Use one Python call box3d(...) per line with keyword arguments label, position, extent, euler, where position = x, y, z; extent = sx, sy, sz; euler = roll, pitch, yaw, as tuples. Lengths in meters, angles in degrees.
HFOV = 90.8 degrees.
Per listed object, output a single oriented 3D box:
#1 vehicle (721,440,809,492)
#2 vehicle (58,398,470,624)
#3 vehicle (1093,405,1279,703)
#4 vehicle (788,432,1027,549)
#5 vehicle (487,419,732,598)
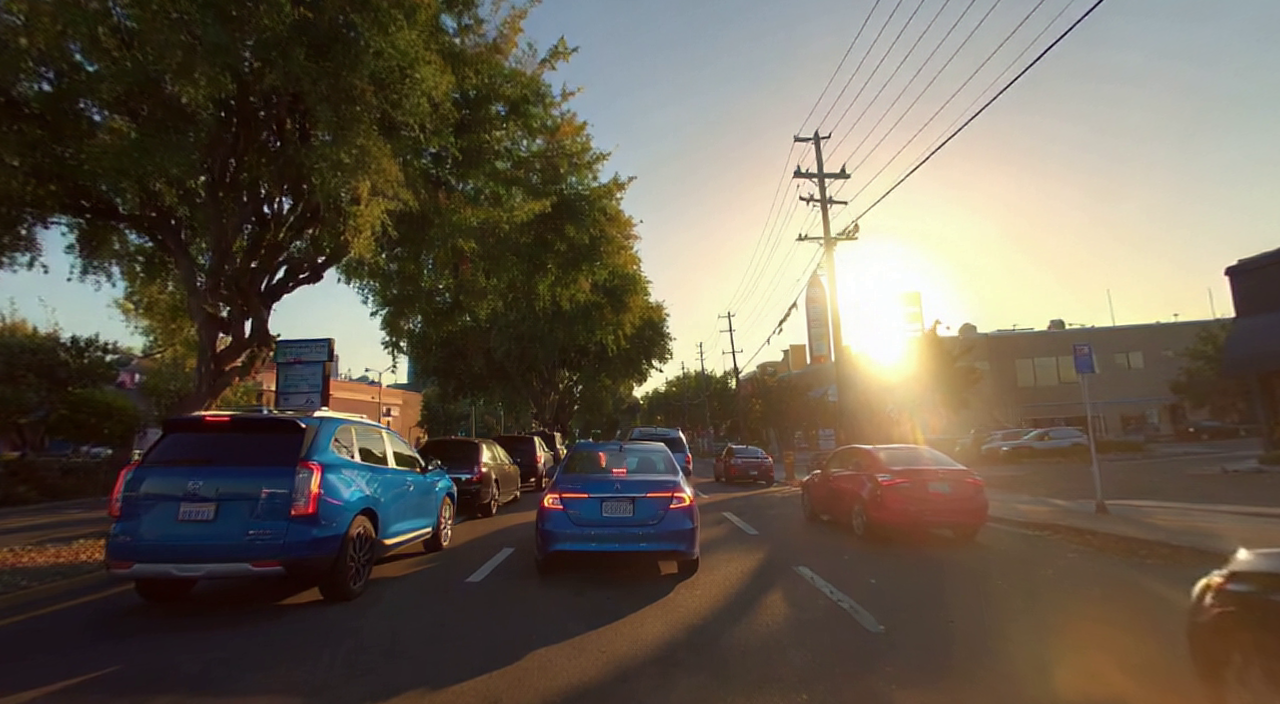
box3d(label="vehicle", position=(3.822, 3.552, 20.025), extent=(1.876, 1.456, 4.025), euler=(0, -9, -1))
box3d(label="vehicle", position=(-3.436, 1.525, 6.999), extent=(1.979, 1.697, 4.254), euler=(0, -9, -1))
box3d(label="vehicle", position=(3.589, 0.769, 1.278), extent=(1.929, 1.479, 4.723), euler=(0, -9, 1))
box3d(label="vehicle", position=(3.924, 2.098, 10.278), extent=(1.909, 1.473, 4.361), euler=(0, -9, -1))
box3d(label="vehicle", position=(-0.317, 1.632, 7.400), extent=(2.097, 1.511, 3.809), euler=(0, -9, -2))
